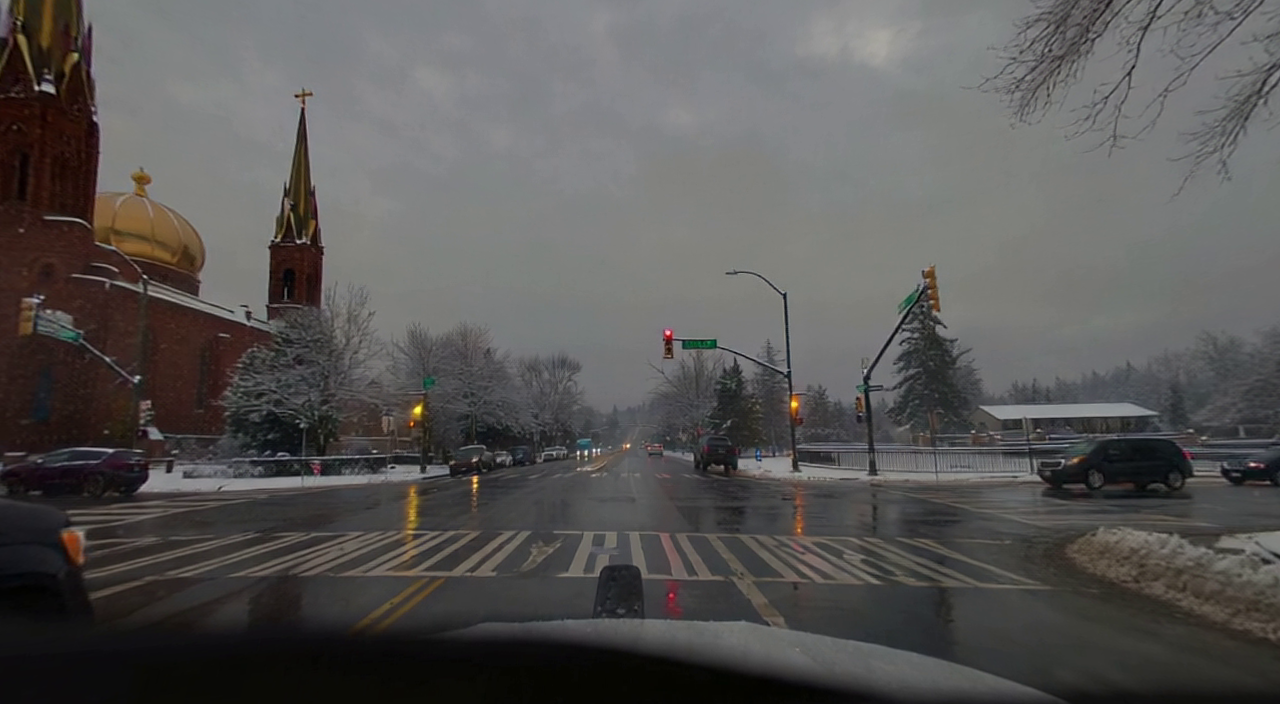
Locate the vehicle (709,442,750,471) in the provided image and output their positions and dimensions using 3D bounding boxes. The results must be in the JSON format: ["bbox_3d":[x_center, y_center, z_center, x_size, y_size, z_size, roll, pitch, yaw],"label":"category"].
[{"bbox_3d":[5.824,6.850,41.489,1.969,1.776,4.329,0,-8,-1],"label":"vehicle"}]

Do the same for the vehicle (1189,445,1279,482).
[{"bbox_3d":[26.384,4.682,26.682,4.561,1.475,1.850,0,-8,0],"label":"vehicle"}]

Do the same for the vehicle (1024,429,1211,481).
[{"bbox_3d":[19.877,4.291,26.550,5.852,2.057,2.361,0,-8,0],"label":"vehicle"}]

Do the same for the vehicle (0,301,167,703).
[{"bbox_3d":[-3.886,0.503,0.706,2.251,2.009,5.688,0,-8,0],"label":"vehicle"}]

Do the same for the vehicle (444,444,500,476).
[{"bbox_3d":[-10.229,6.610,38.956,2.076,1.876,4.669,0,-8,1],"label":"vehicle"}]
